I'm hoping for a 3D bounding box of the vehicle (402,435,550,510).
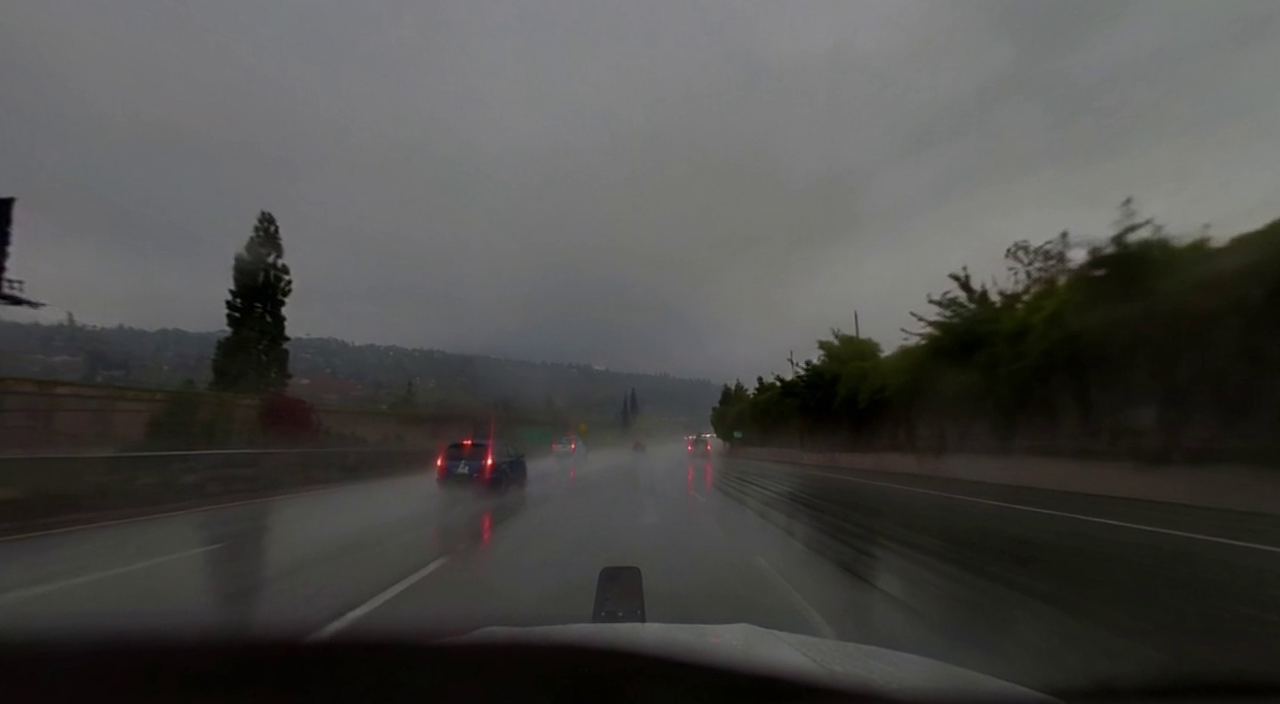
[{"bbox_3d":[-3.594,2.744,14.891,2.192,1.482,4.454,0,-9,1],"label":"vehicle"}]

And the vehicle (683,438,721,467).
[{"bbox_3d":[4.056,6.649,41.967,2.211,1.814,4.404,0,-9,2],"label":"vehicle"}]
